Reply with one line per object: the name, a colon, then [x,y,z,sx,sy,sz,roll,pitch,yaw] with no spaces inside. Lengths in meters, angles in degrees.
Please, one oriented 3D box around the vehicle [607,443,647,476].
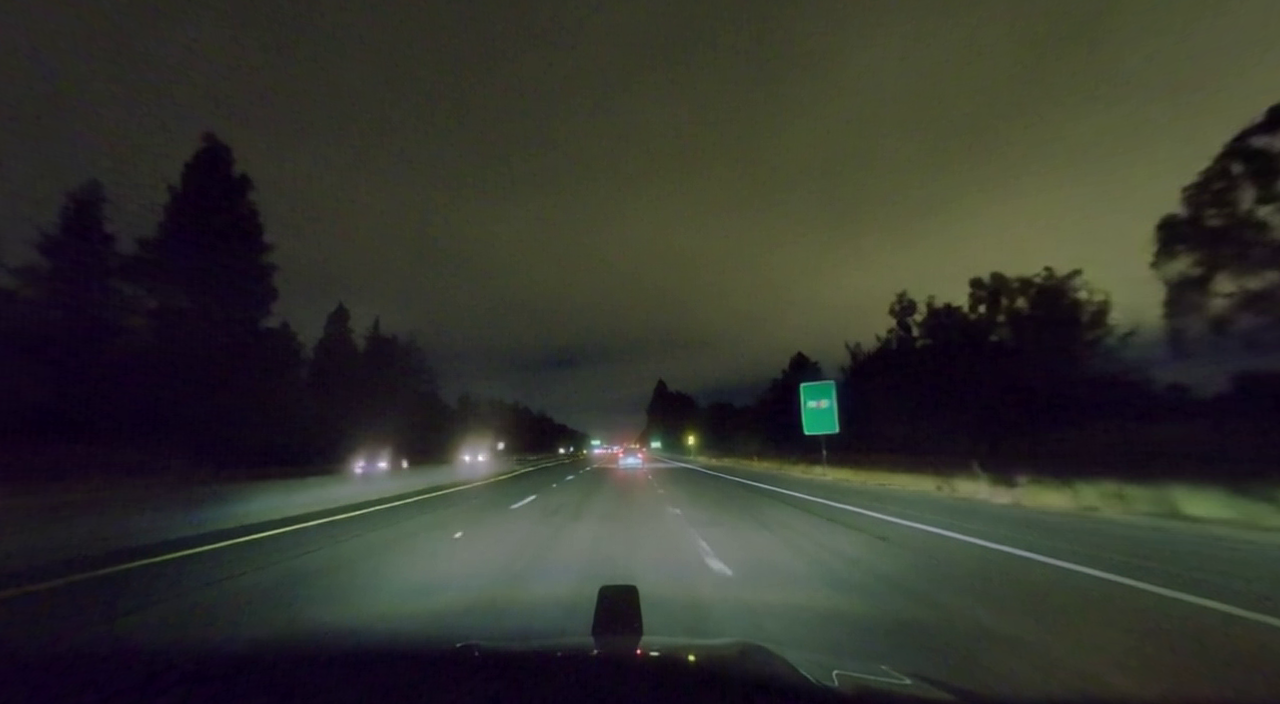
vehicle: [-0.674,6.099,35.815,2.120,1.715,4.153,0,-9,0]
